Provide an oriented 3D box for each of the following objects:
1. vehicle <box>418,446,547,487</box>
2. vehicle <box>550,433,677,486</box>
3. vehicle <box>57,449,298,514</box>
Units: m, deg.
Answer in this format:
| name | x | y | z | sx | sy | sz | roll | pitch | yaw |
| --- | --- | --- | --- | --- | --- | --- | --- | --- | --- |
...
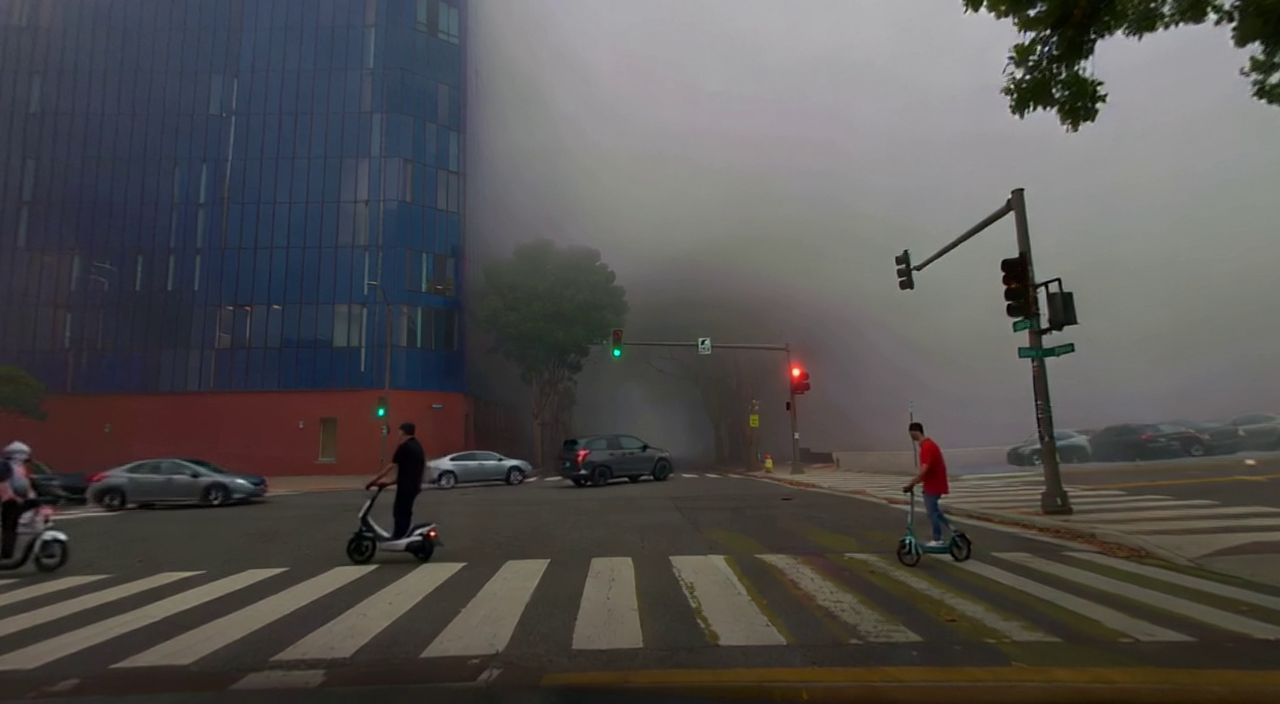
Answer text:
| name | x | y | z | sx | sy | sz | roll | pitch | yaw |
| --- | --- | --- | --- | --- | --- | --- | --- | --- | --- |
| vehicle | -6.201 | 4.488 | 25.137 | 4.485 | 1.463 | 2.075 | 7 | -11 | -41 |
| vehicle | -0.865 | 3.965 | 23.643 | 2.122 | 1.724 | 4.802 | -7 | -11 | 37 |
| vehicle | -11.872 | 3.338 | 16.612 | 4.576 | 1.496 | 2.042 | 1 | -9 | -11 |
